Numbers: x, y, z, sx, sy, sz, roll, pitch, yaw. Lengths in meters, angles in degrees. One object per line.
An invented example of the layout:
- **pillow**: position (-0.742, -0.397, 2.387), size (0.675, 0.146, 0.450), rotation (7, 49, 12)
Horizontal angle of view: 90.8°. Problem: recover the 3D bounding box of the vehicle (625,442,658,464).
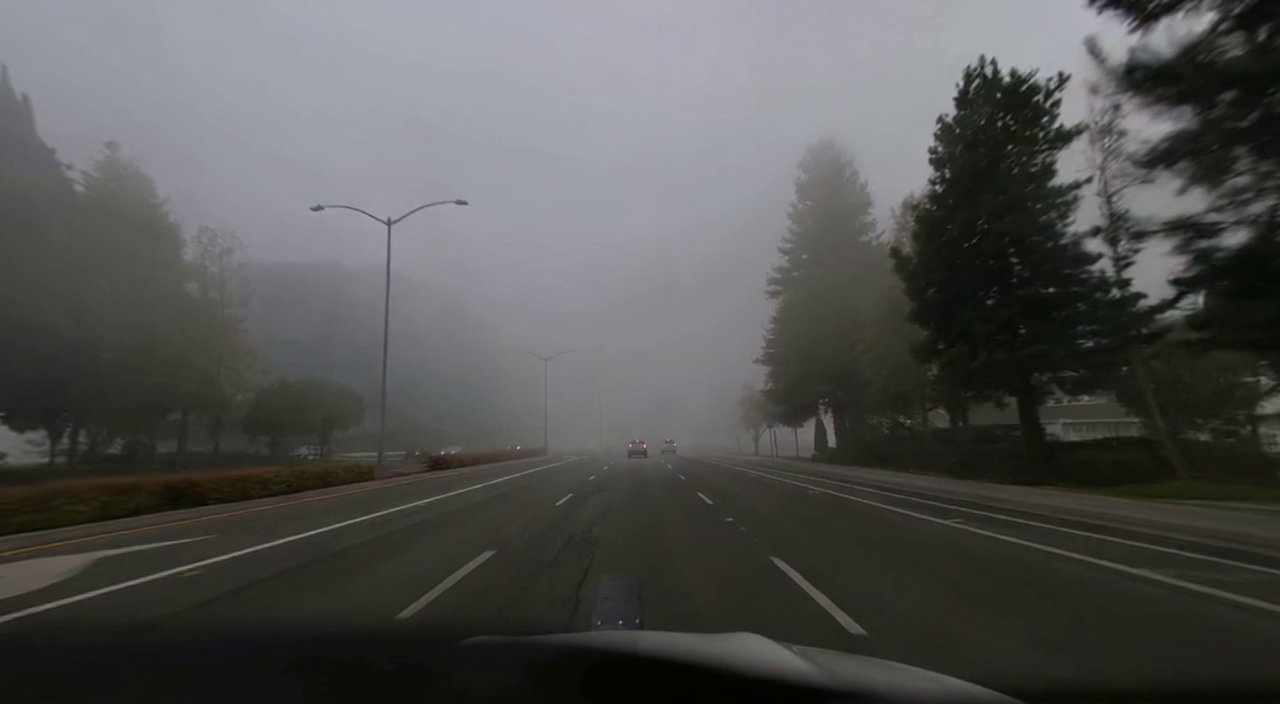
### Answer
- **vehicle**: position (0.068, 6.808, 42.740), size (2.080, 1.445, 4.096), rotation (0, -8, -1)
